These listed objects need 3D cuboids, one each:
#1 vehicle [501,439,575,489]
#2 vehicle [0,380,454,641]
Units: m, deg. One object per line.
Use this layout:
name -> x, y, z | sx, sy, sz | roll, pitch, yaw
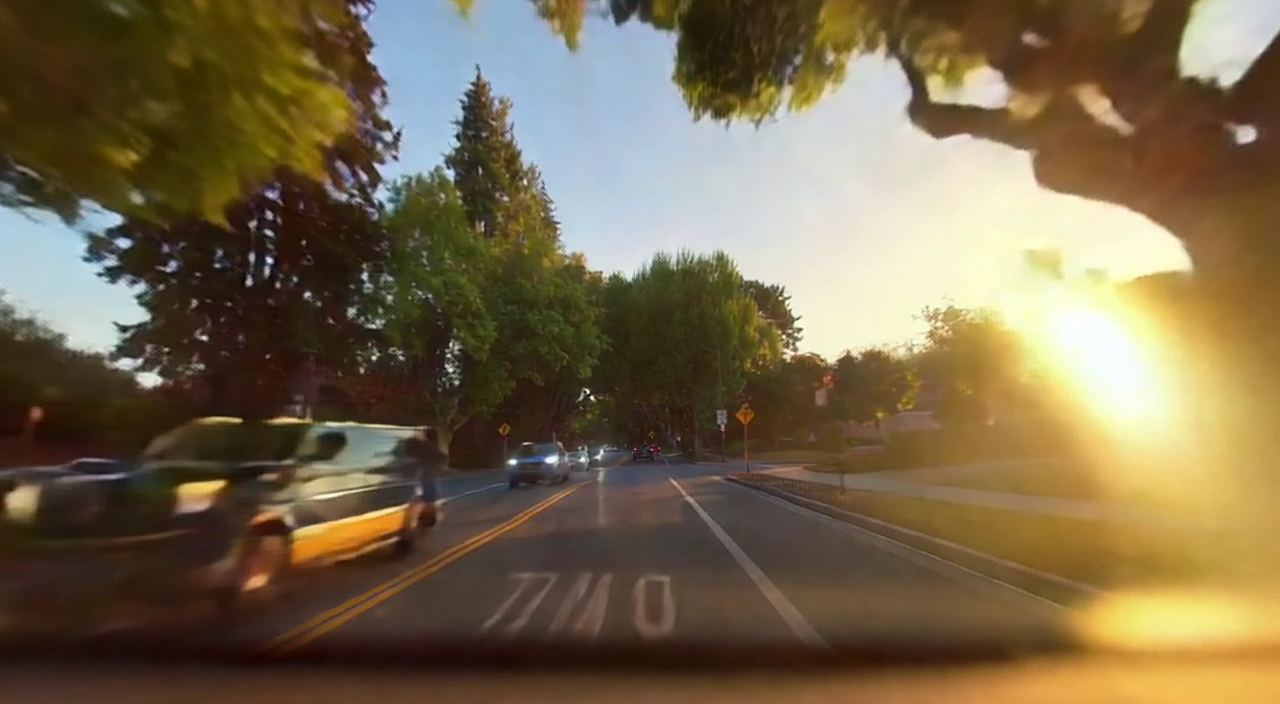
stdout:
vehicle -> -4.019, 4.513, 25.782 | 2.134, 1.821, 4.719 | 0, -9, 1
vehicle -> -4.203, 1.590, 7.447 | 2.267, 1.975, 5.112 | 0, -9, 2
